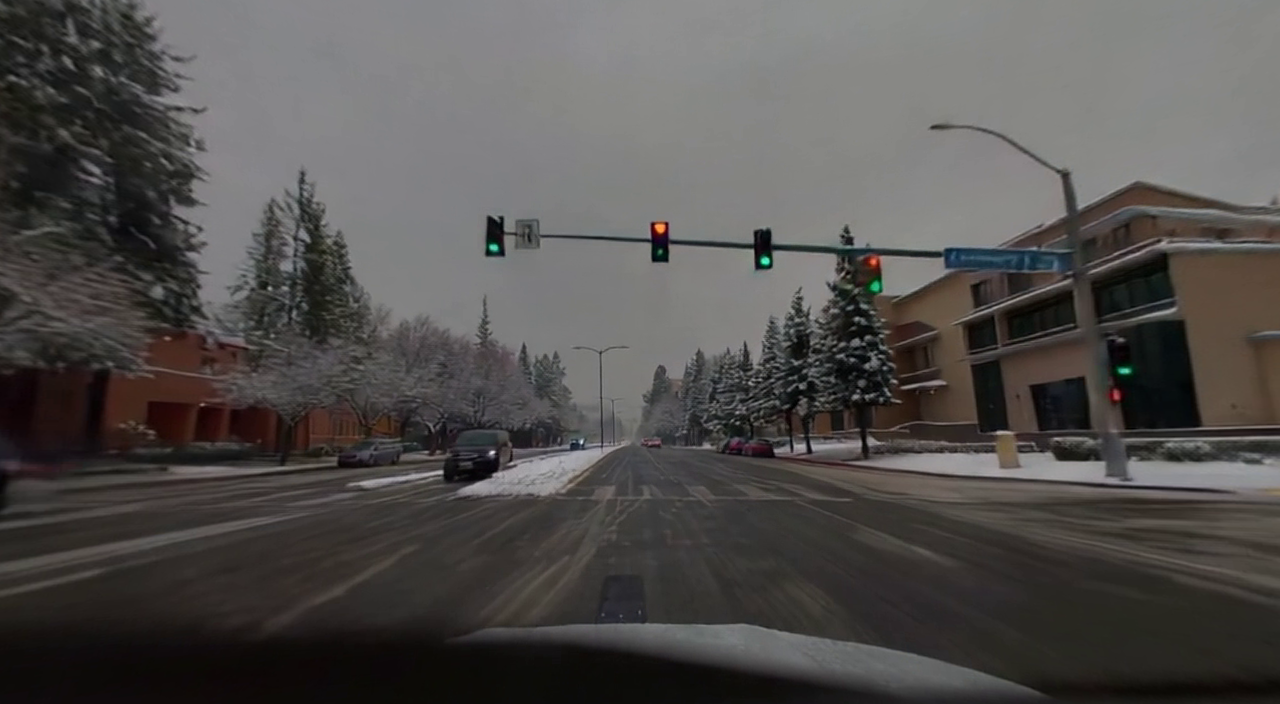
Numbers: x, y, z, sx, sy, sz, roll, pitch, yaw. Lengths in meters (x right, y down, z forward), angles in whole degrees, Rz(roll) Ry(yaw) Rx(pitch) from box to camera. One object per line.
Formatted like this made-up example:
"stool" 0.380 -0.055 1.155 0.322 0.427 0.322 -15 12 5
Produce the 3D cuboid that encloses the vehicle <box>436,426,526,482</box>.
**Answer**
"vehicle" -5.491 3.606 22.455 2.098 1.789 4.338 0 -9 -1
